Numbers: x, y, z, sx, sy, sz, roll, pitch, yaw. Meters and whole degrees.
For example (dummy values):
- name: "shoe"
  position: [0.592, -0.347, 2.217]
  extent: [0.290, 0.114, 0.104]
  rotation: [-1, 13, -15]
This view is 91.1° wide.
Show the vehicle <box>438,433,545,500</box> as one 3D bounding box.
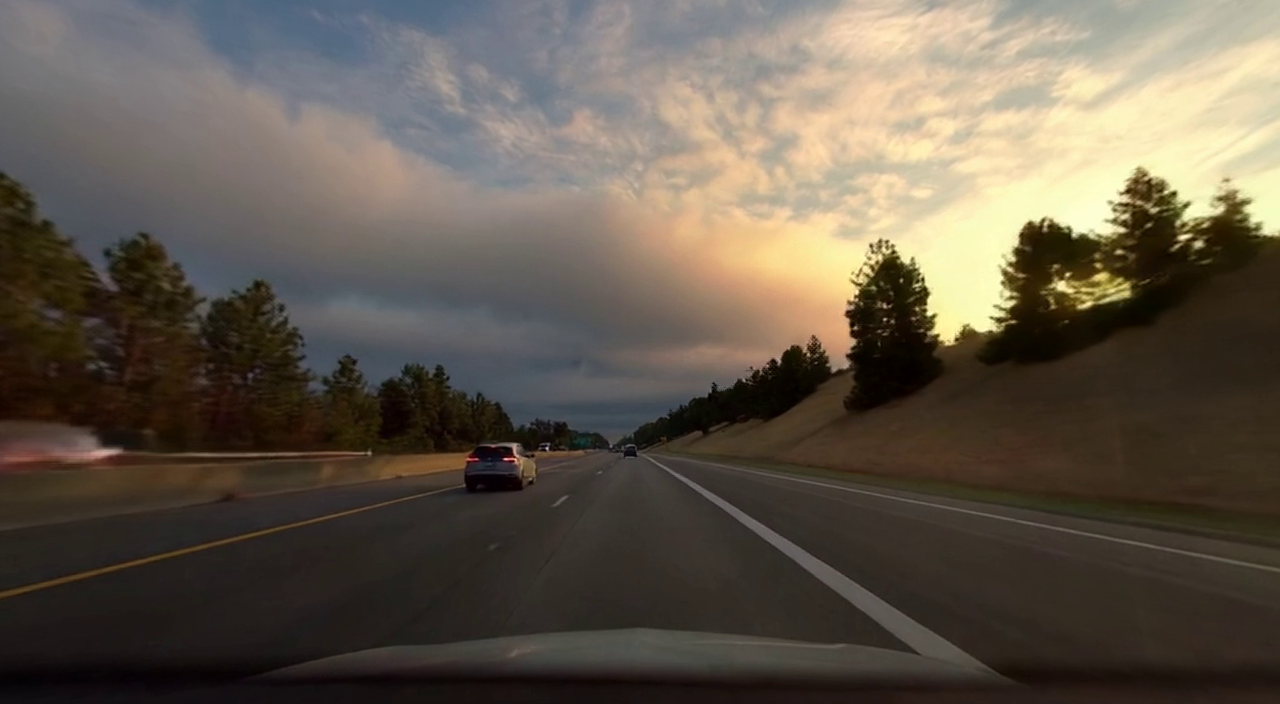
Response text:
- name: "vehicle"
  position: [-4.243, 3.344, 18.749]
  extent: [2.111, 1.717, 4.426]
  rotation: [0, -9, 0]
